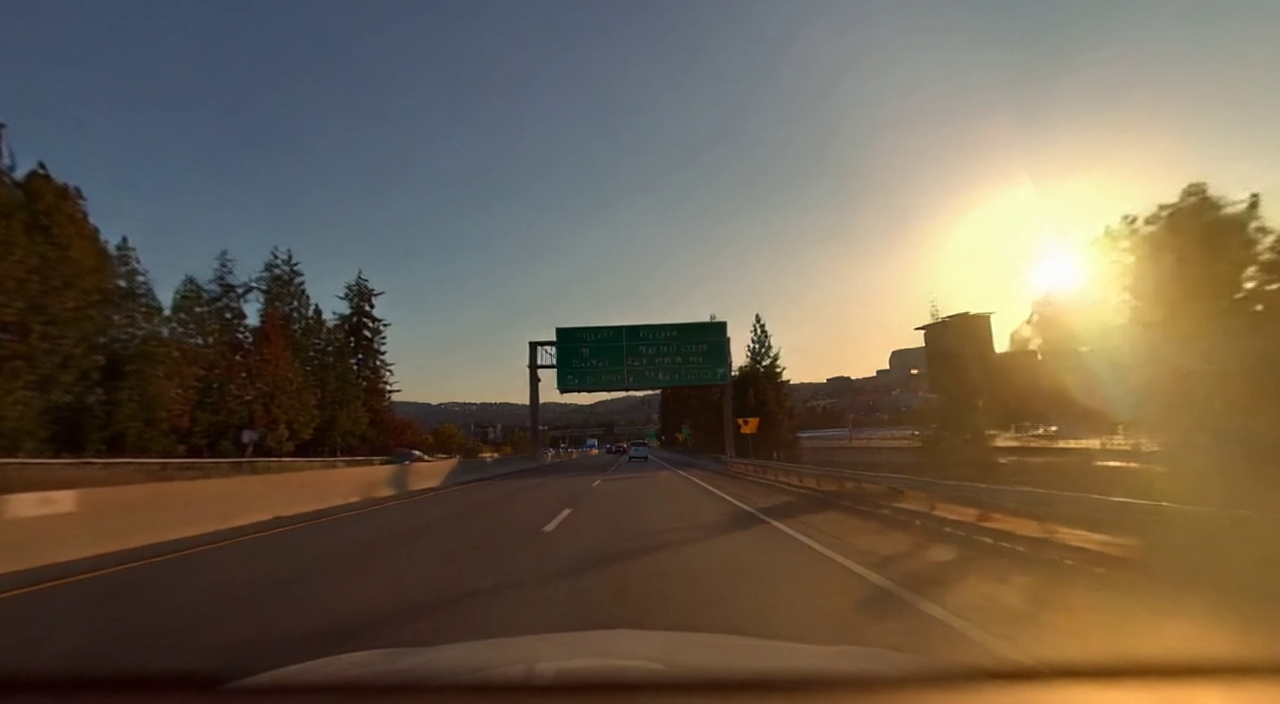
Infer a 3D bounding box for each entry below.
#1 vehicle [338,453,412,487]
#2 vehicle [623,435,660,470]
[{"bbox_3d":[-12.962,5.781,30.910,1.899,1.516,4.089,0,-9,-1],"label":"vehicle"},{"bbox_3d":[0.134,6.532,40.945,2.268,2.122,4.595,-1,-9,1],"label":"vehicle"}]
